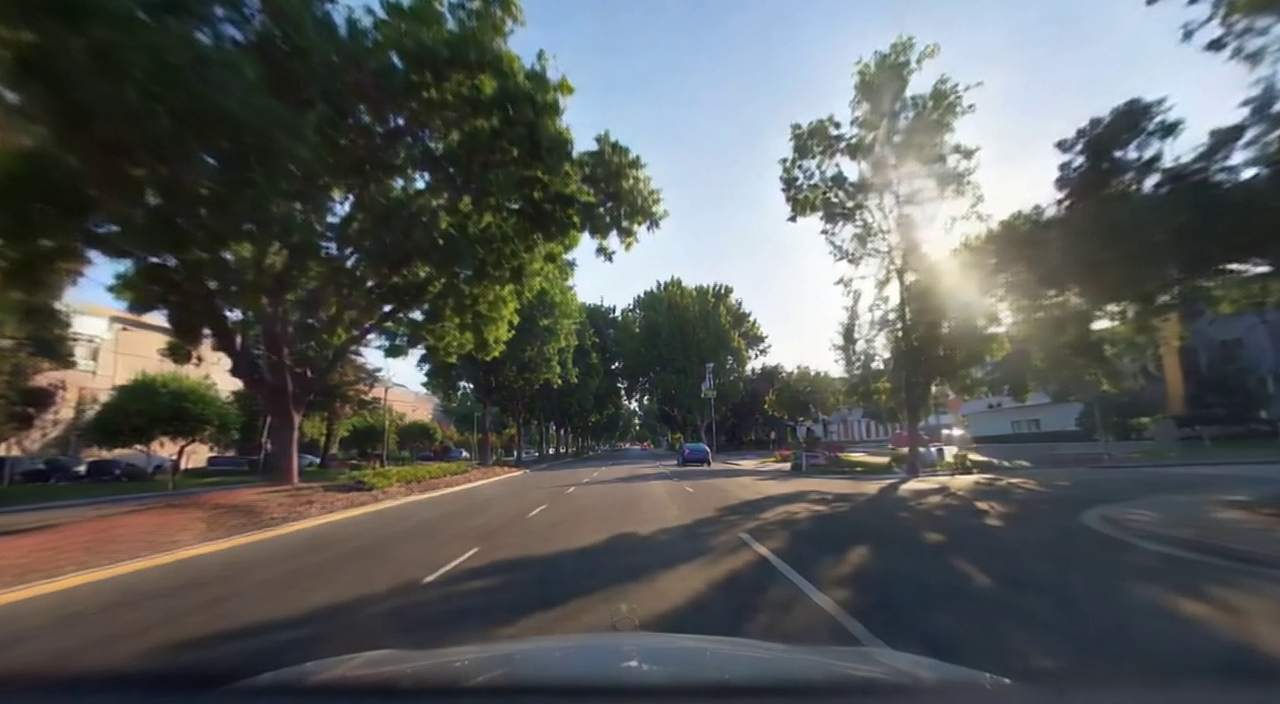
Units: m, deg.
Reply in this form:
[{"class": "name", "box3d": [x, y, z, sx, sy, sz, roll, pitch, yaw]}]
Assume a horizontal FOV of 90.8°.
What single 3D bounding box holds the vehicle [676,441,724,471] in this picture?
[{"class": "vehicle", "box3d": [3.195, 5.670, 34.693, 2.033, 1.482, 4.571, 0, -8, -2]}]
